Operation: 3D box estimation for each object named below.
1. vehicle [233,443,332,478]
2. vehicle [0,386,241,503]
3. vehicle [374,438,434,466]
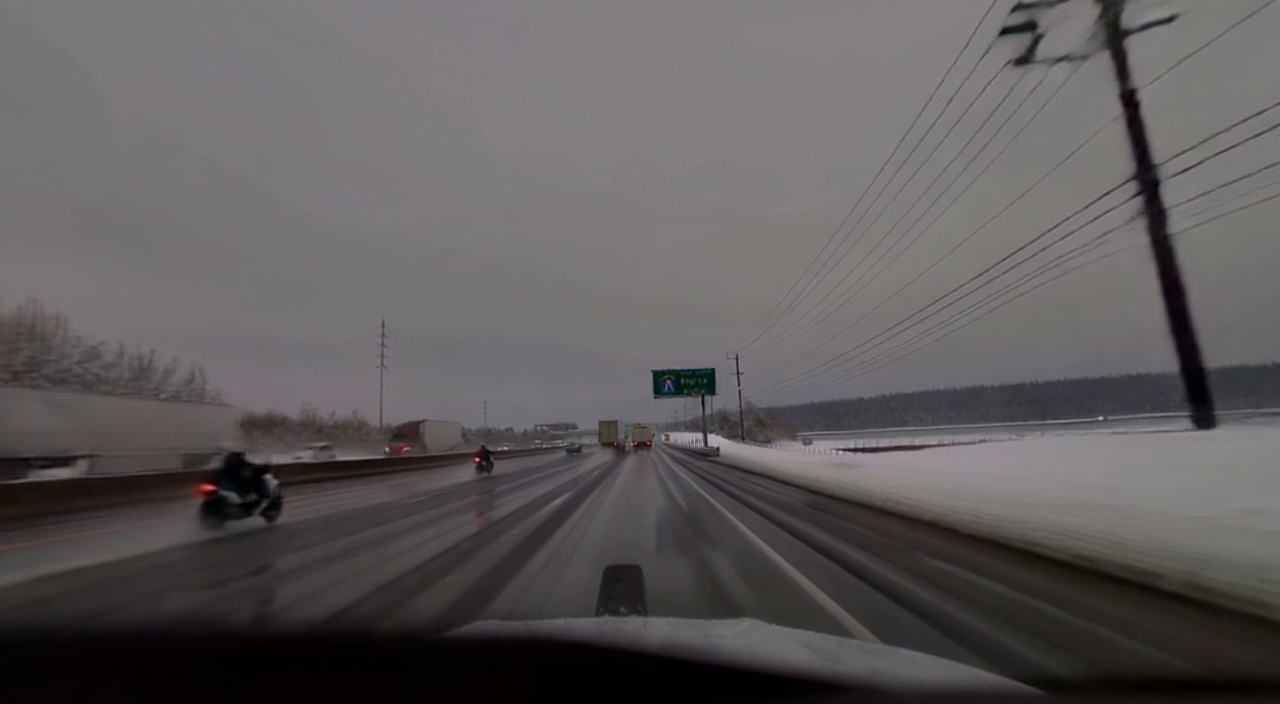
[{"bbox_3d":[-16.911,5.130,30.161,1.936,1.528,4.637,0,-8,1],"label":"vehicle"},{"bbox_3d":[-24.636,4.219,28.911,3.409,4.154,14.097,0,-8,0],"label":"vehicle"},{"bbox_3d":[-16.919,7.192,45.530,2.205,1.847,5.210,0,-8,1],"label":"vehicle"}]
